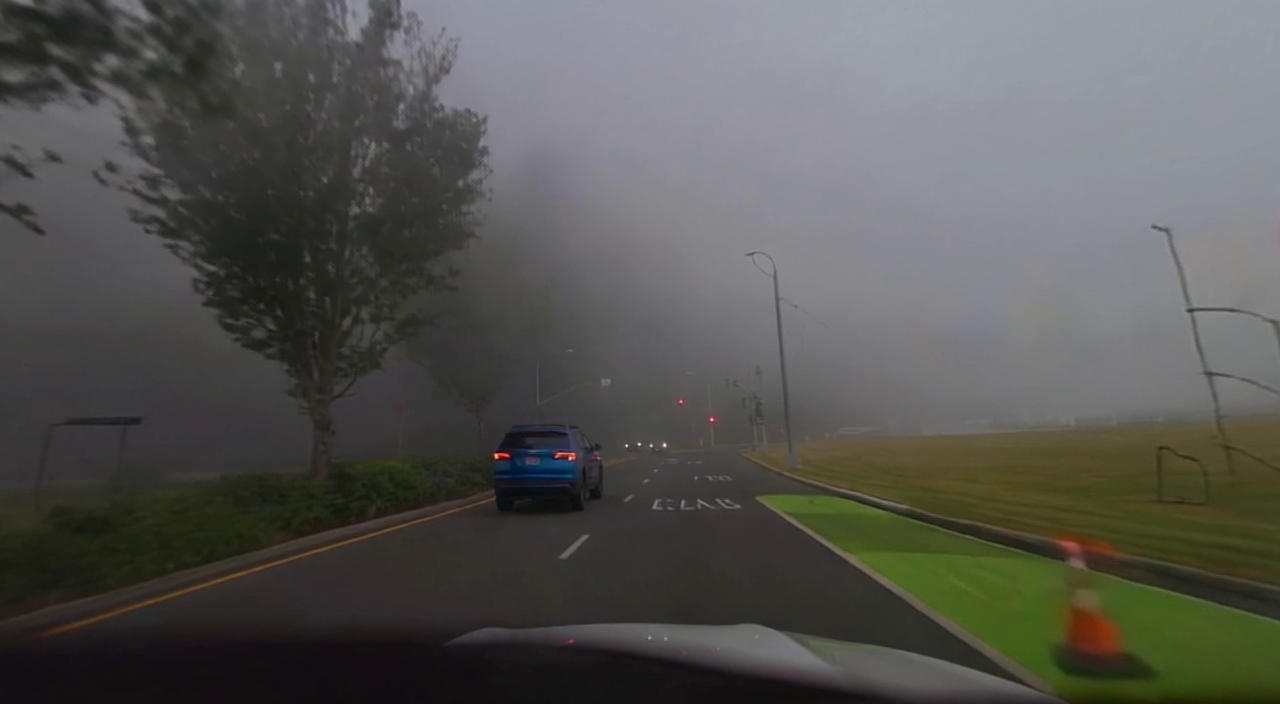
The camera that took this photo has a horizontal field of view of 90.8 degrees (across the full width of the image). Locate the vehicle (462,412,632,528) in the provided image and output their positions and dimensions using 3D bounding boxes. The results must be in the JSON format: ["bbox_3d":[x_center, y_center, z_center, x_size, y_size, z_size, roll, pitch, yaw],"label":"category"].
[{"bbox_3d":[-1.587,2.276,12.659,2.339,1.790,4.629,-3,-9,4],"label":"vehicle"}]
